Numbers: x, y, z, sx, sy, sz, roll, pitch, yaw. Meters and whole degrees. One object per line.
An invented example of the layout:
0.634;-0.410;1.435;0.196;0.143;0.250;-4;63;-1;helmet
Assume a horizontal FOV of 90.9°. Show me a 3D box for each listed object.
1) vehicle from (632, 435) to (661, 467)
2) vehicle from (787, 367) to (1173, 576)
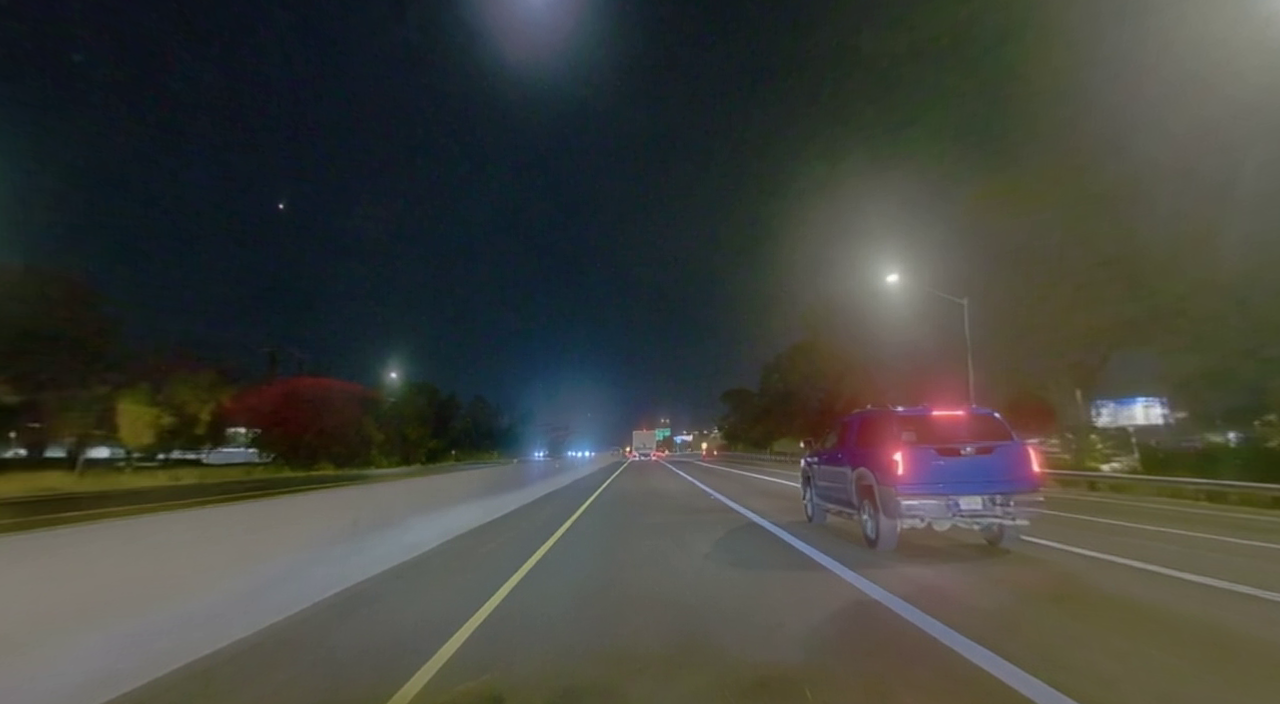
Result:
0.458;7.433;47.478;2.099;2.260;4.899;0;-9;0;vehicle
4.184;1.653;9.439;2.594;2.155;5.670;0;-9;0;vehicle
